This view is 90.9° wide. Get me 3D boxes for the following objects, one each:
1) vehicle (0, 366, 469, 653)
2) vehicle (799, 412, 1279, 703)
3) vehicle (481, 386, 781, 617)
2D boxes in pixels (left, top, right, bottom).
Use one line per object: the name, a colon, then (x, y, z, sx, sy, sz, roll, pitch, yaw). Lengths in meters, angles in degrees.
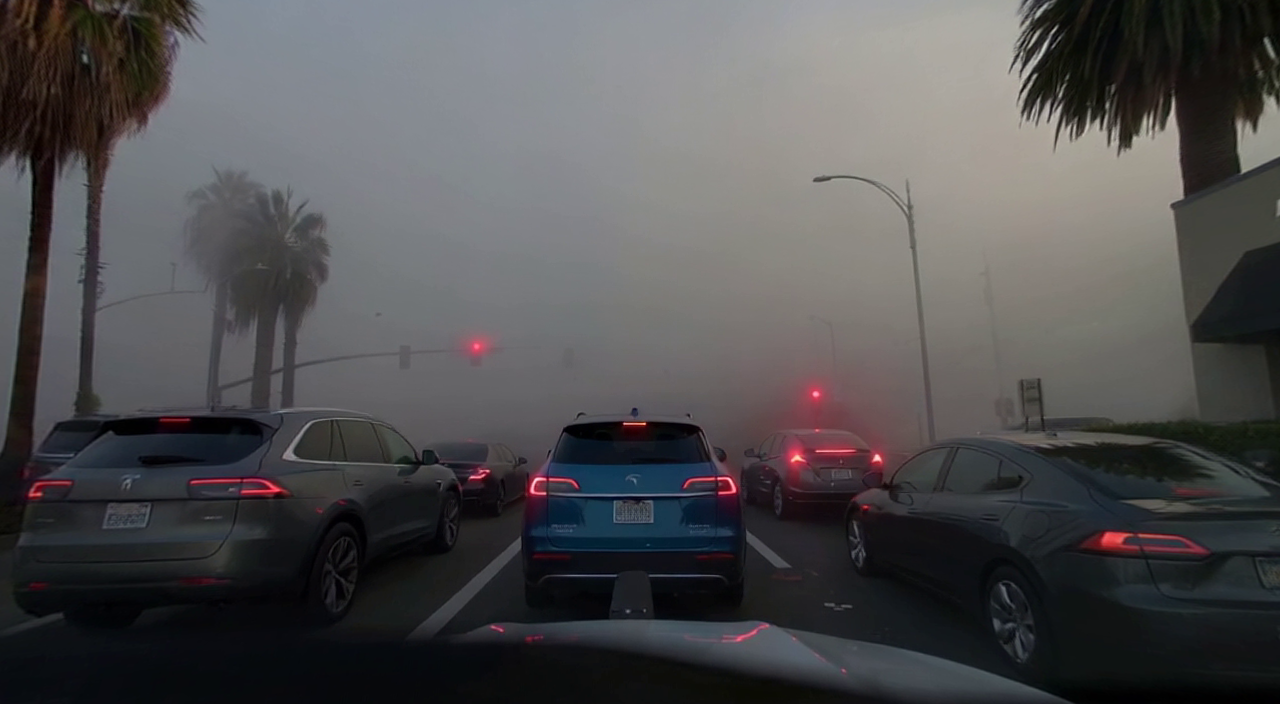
vehicle: (-3.339, 1.282, 6.133, 2.014, 1.755, 4.360, 0, -8, 1)
vehicle: (2.970, 1.372, 5.260, 2.017, 1.491, 4.611, 0, -8, -1)
vehicle: (-0.127, 1.462, 7.069, 2.280, 1.747, 4.361, 0, -8, -2)
